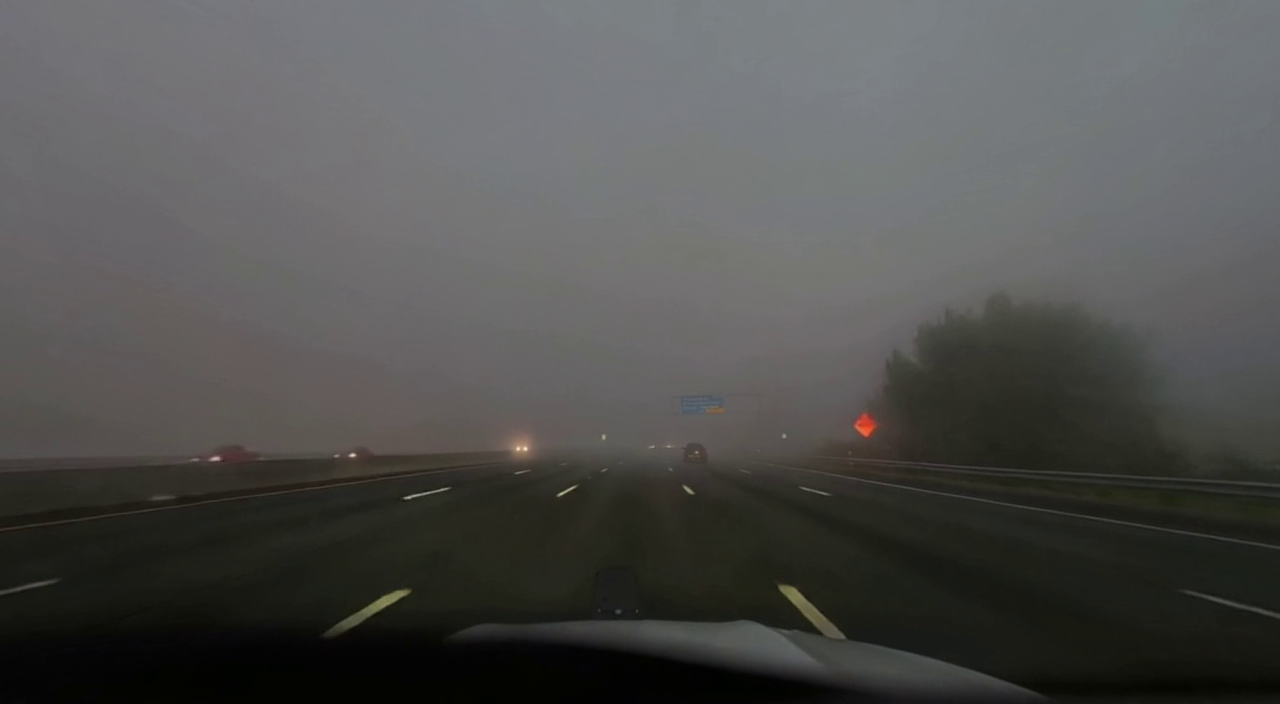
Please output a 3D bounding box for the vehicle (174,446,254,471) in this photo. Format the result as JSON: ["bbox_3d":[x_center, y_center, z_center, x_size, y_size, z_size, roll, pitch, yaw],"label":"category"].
[{"bbox_3d":[-28.926,7.231,43.081,2.211,1.546,4.505,-1,-9,2],"label":"vehicle"}]

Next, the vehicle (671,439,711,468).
[{"bbox_3d":[3.287,6.619,41.419,2.224,1.738,4.376,0,-9,0],"label":"vehicle"}]
